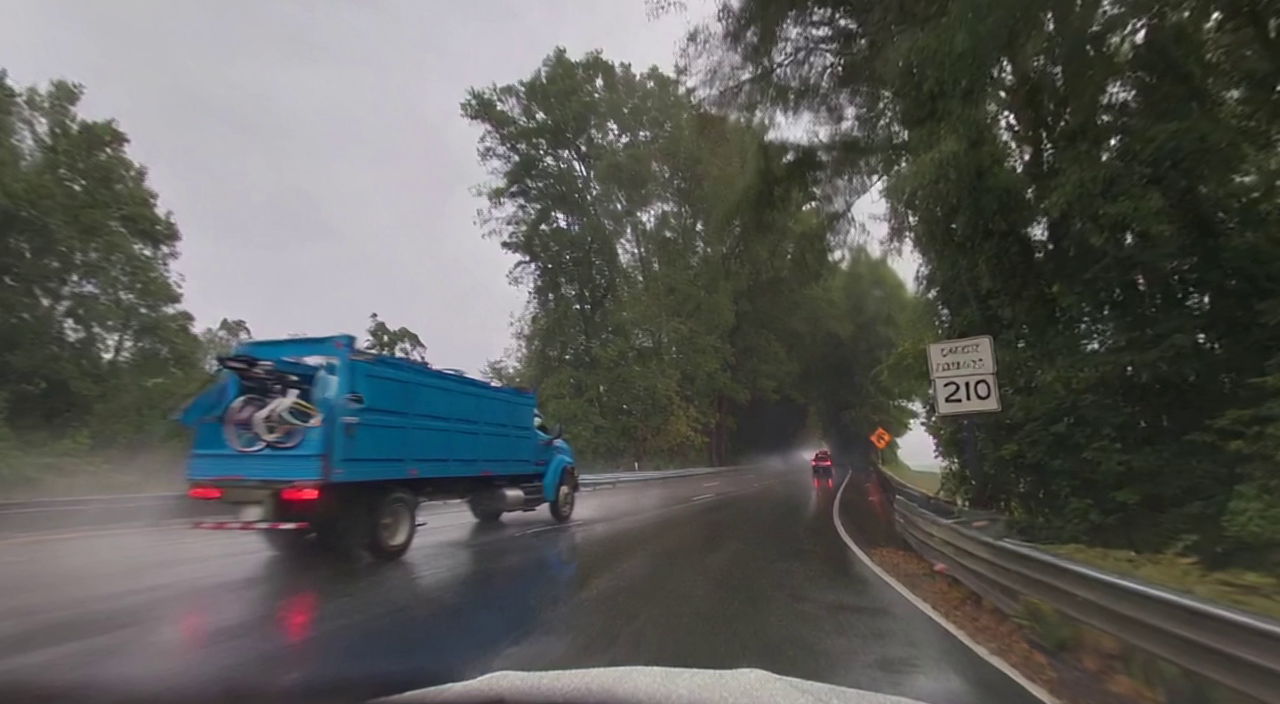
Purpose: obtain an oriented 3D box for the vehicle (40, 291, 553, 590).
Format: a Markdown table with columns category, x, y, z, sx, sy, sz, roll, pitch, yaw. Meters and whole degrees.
| category | x | y | z | sx | sy | sz | roll | pitch | yaw |
| --- | --- | --- | --- | --- | --- | --- | --- | --- | --- |
| vehicle | -4.559 | 1.643 | 10.897 | 2.841 | 3.244 | 7.689 | -3 | -11 | 18 |
